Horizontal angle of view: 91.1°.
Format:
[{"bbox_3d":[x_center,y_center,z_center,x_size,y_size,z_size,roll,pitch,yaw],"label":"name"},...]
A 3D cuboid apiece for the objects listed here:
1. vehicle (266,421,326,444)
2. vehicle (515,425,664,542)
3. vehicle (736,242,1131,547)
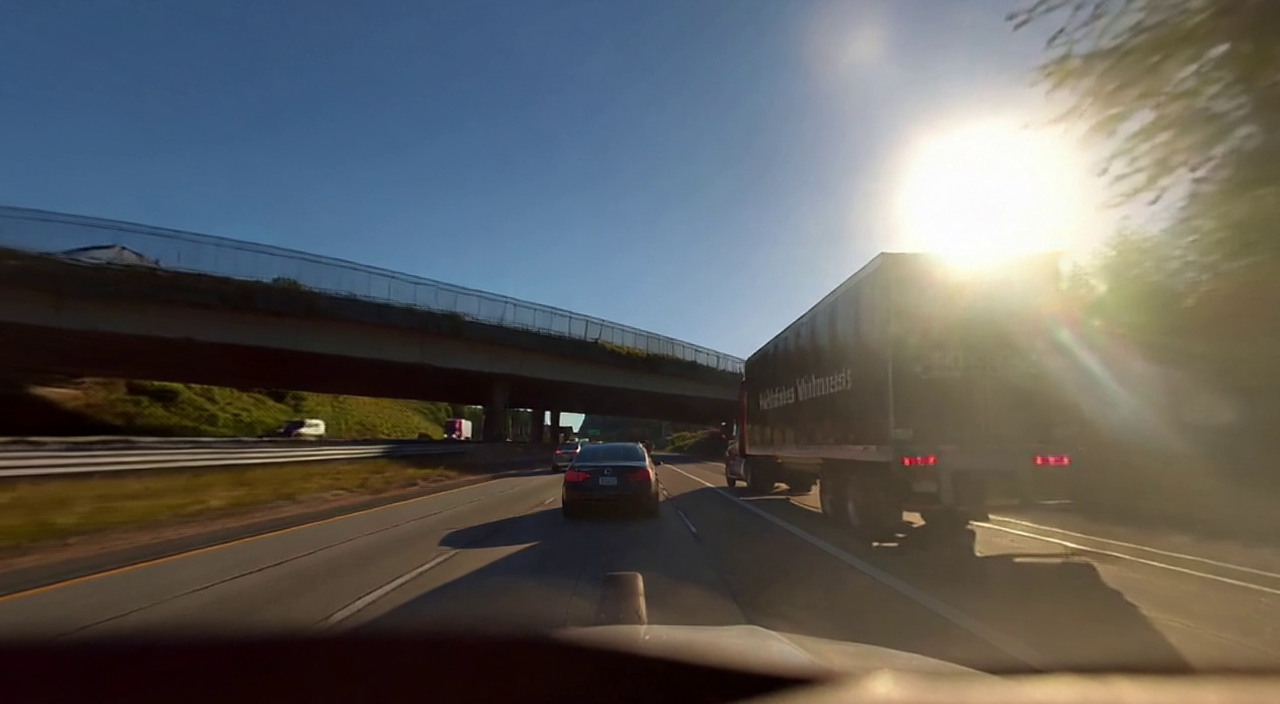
[{"bbox_3d":[-23.795,5.621,43.612,1.896,1.456,4.407,0,-9,-4],"label":"vehicle"},{"bbox_3d":[-0.695,2.099,10.557,2.038,1.582,3.729,0,-9,0],"label":"vehicle"},{"bbox_3d":[4.865,1.558,15.302,2.825,4.043,14.051,0,-9,0],"label":"vehicle"}]
